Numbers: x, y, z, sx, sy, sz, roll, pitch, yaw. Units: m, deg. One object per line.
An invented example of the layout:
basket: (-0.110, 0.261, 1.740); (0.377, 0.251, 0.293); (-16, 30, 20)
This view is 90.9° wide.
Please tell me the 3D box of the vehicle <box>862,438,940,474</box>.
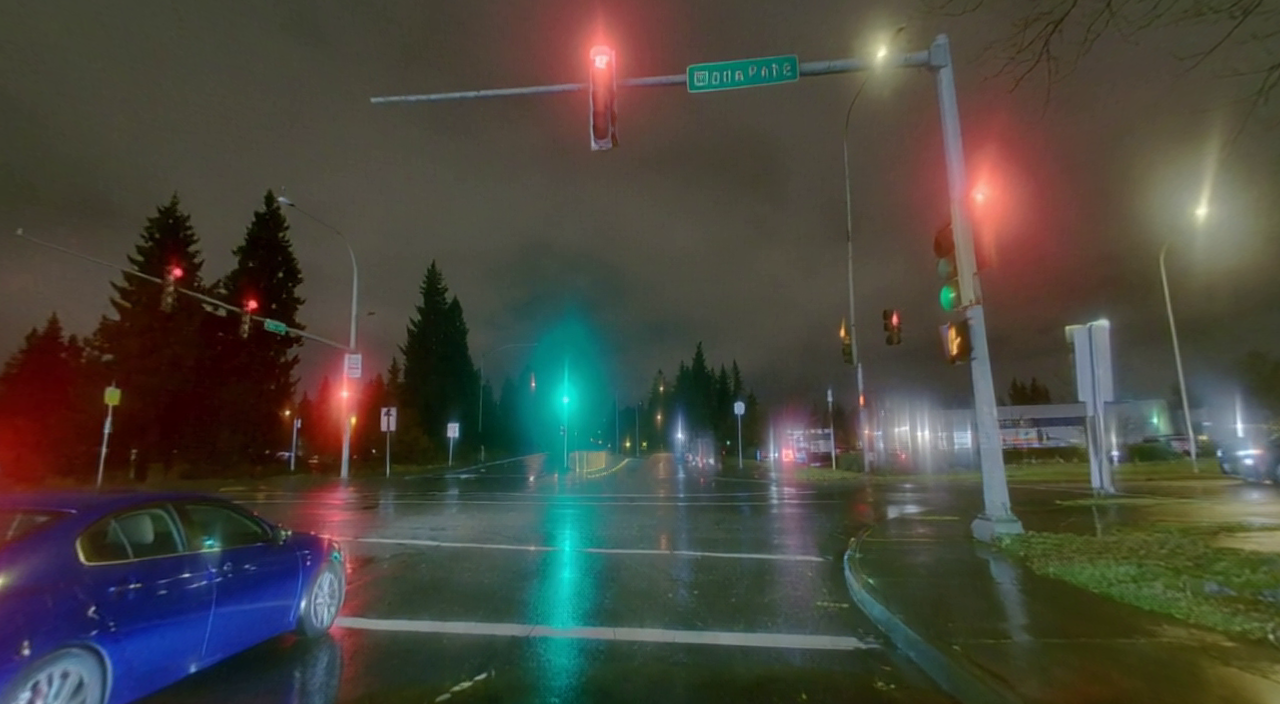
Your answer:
vehicle: (12.398, 5.036, 30.252); (1.922, 1.529, 3.964); (0, -12, -1)

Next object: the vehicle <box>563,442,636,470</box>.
vehicle: (-2.438, 6.151, 37.554); (3.991, 1.526, 1.868); (-4, -9, 30)

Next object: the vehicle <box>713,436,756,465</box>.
vehicle: (6.912, 7.175, 46.196); (1.491, 2.041, 2.964); (6, -9, -33)

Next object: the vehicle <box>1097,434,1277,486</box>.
vehicle: (16.803, 3.321, 19.511); (3.876, 1.512, 1.784); (0, -8, -1)
